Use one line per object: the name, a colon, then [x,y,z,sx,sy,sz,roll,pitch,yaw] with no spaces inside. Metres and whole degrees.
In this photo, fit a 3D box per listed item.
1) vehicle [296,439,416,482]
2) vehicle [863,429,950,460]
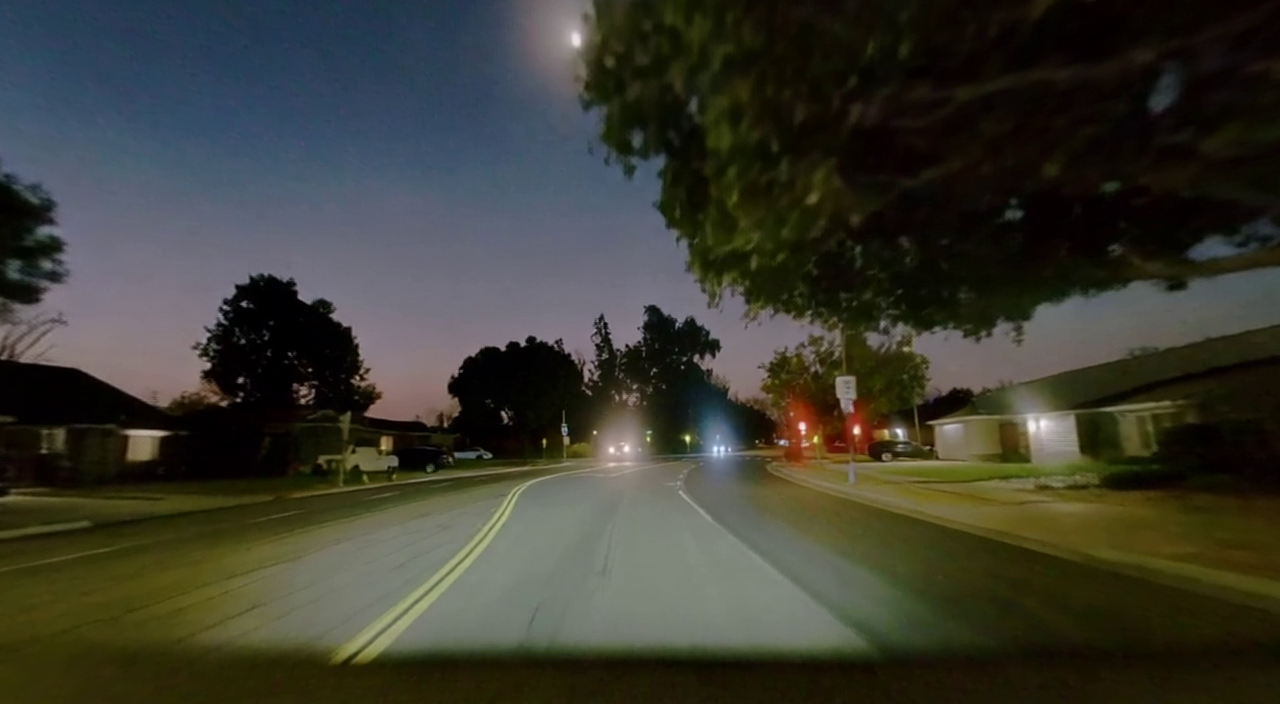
vehicle: [-14.359,5.516,32.631,2.418,1.969,6.615,-1,-9,8]
vehicle: [17.894,6.263,42.648,5.073,1.729,2.161,-6,-10,17]
